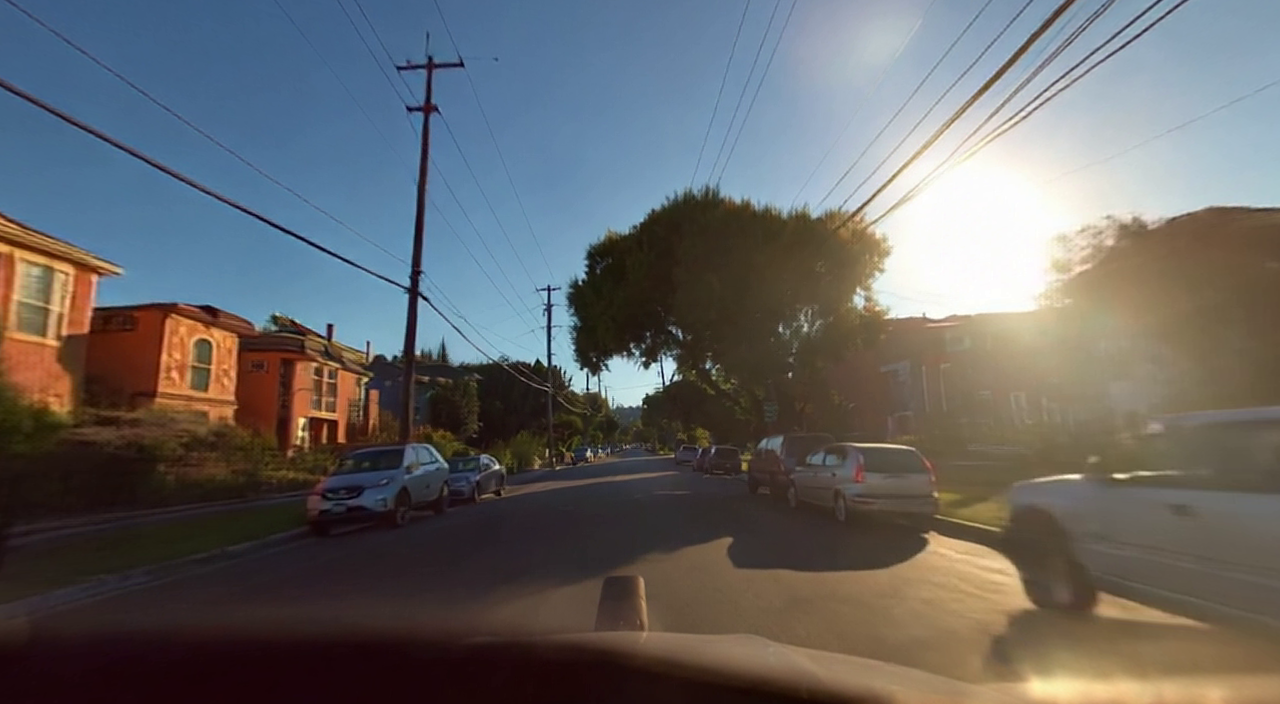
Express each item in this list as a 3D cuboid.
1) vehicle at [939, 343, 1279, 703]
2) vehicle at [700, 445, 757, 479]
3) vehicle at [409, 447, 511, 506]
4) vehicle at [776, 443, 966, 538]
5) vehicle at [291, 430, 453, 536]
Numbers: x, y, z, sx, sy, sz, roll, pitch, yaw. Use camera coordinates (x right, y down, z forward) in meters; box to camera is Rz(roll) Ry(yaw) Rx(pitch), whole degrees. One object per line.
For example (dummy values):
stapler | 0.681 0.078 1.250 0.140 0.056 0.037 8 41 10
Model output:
vehicle | 4.129 0.939 3.270 2.279 1.848 5.577 0 -9 -2
vehicle | 4.136 5.201 30.154 1.930 1.470 4.738 0 -9 -1
vehicle | -5.698 3.952 20.637 1.991 1.464 4.763 -3 -7 0
vehicle | 3.966 2.430 11.811 1.804 1.422 4.497 0 -9 -1
vehicle | -5.716 2.764 14.176 2.046 1.825 4.627 -2 -7 -6
